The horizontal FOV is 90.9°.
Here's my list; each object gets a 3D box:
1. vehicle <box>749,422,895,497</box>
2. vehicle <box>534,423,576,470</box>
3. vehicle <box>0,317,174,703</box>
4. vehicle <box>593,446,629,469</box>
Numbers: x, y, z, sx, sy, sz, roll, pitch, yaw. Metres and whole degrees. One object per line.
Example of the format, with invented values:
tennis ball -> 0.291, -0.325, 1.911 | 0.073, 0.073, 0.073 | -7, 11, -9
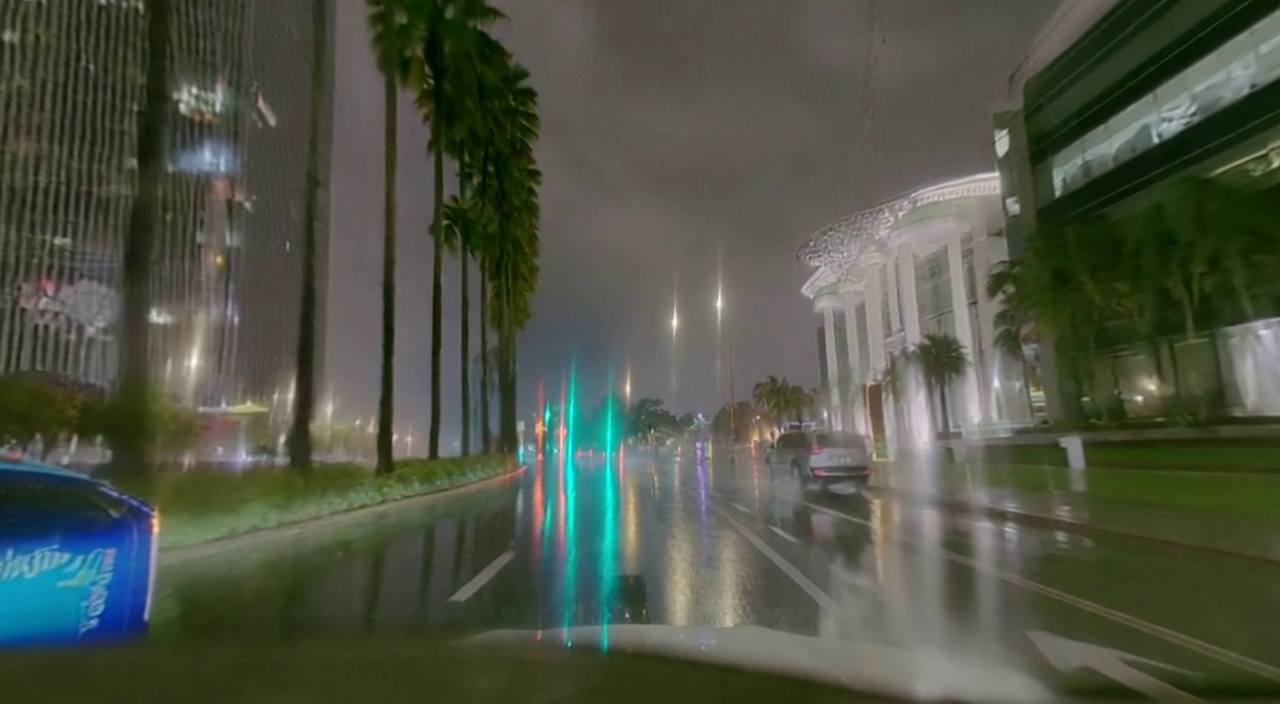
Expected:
vehicle -> 5.017, 3.097, 18.458 | 2.212, 1.854, 5.419 | 0, -9, -5
vehicle -> -6.162, 6.936, 46.126 | 2.678, 3.042, 8.474 | 1, -9, -7
vehicle -> -3.592, 0.549, 0.936 | 2.120, 1.826, 4.737 | 0, -9, 0
vehicle -> -2.064, 7.339, 44.016 | 2.107, 1.481, 4.097 | 1, -9, -8
